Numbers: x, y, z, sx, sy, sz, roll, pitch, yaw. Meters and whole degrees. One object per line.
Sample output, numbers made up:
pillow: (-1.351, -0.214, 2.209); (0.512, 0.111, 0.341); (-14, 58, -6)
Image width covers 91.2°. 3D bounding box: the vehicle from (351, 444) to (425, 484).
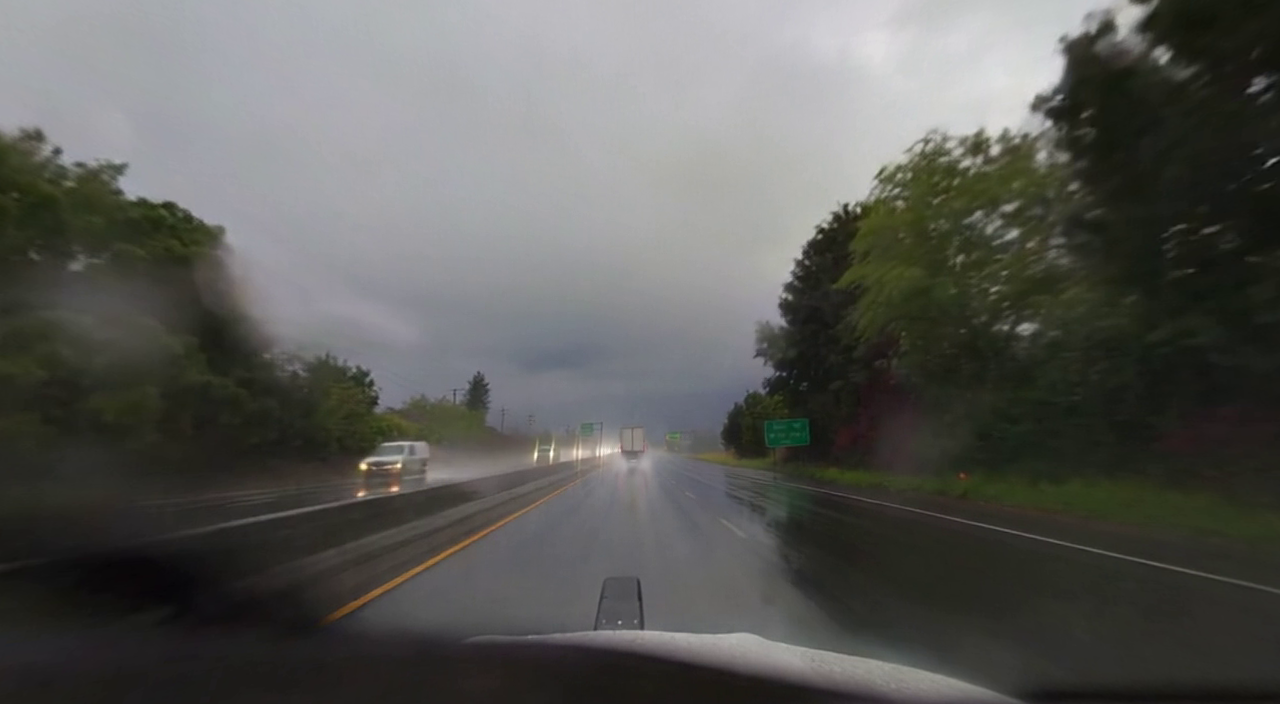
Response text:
vehicle: (-13.774, 6.122, 34.575); (2.096, 1.982, 4.795); (0, -9, 0)
